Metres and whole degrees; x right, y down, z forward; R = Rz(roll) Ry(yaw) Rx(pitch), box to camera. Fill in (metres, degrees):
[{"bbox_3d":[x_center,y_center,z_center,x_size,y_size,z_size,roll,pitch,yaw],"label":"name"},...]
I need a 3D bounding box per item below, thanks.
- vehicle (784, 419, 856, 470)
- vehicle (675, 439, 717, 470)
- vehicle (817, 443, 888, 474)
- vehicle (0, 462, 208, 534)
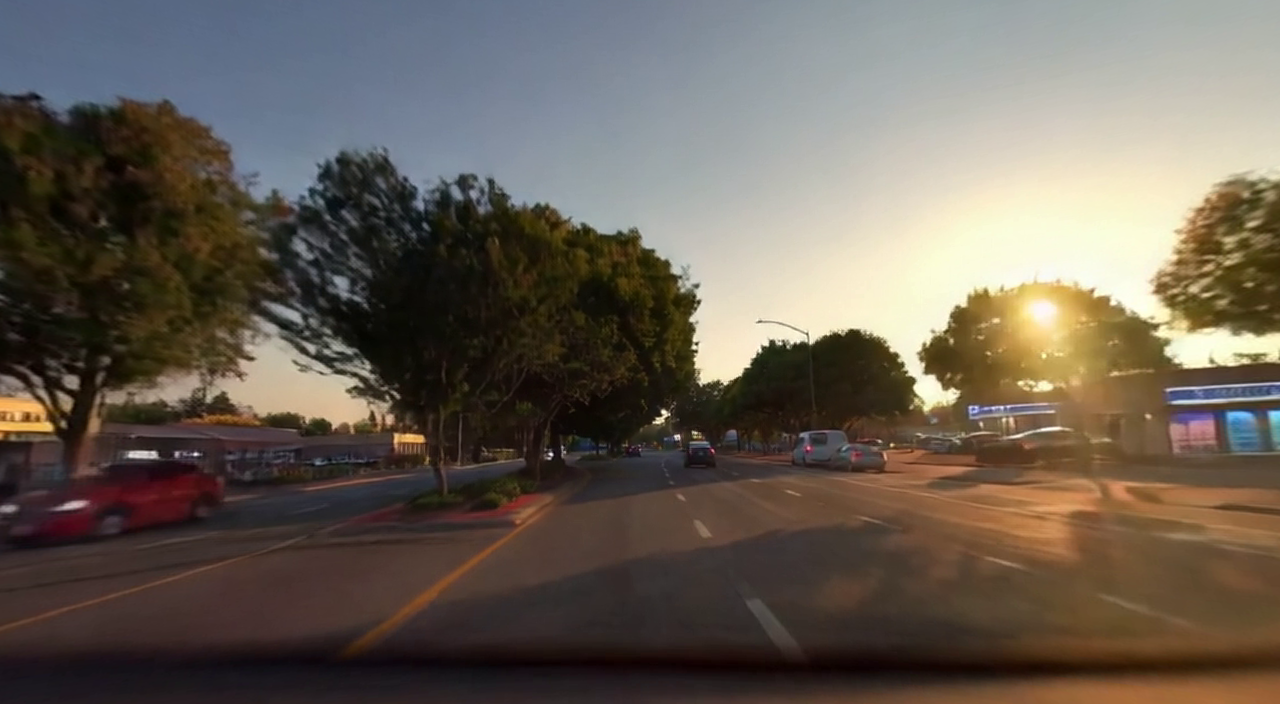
[{"bbox_3d":[10.552,5.497,37.553,2.507,2.745,5.779,0,-9,0],"label":"vehicle"},{"bbox_3d":[3.178,5.903,36.551,1.957,1.643,4.226,0,-9,-1],"label":"vehicle"},{"bbox_3d":[10.550,5.328,31.773,1.857,1.411,4.859,0,-9,0],"label":"vehicle"},{"bbox_3d":[-13.582,3.628,16.256,1.875,1.493,4.355,0,-9,-1],"label":"vehicle"}]
